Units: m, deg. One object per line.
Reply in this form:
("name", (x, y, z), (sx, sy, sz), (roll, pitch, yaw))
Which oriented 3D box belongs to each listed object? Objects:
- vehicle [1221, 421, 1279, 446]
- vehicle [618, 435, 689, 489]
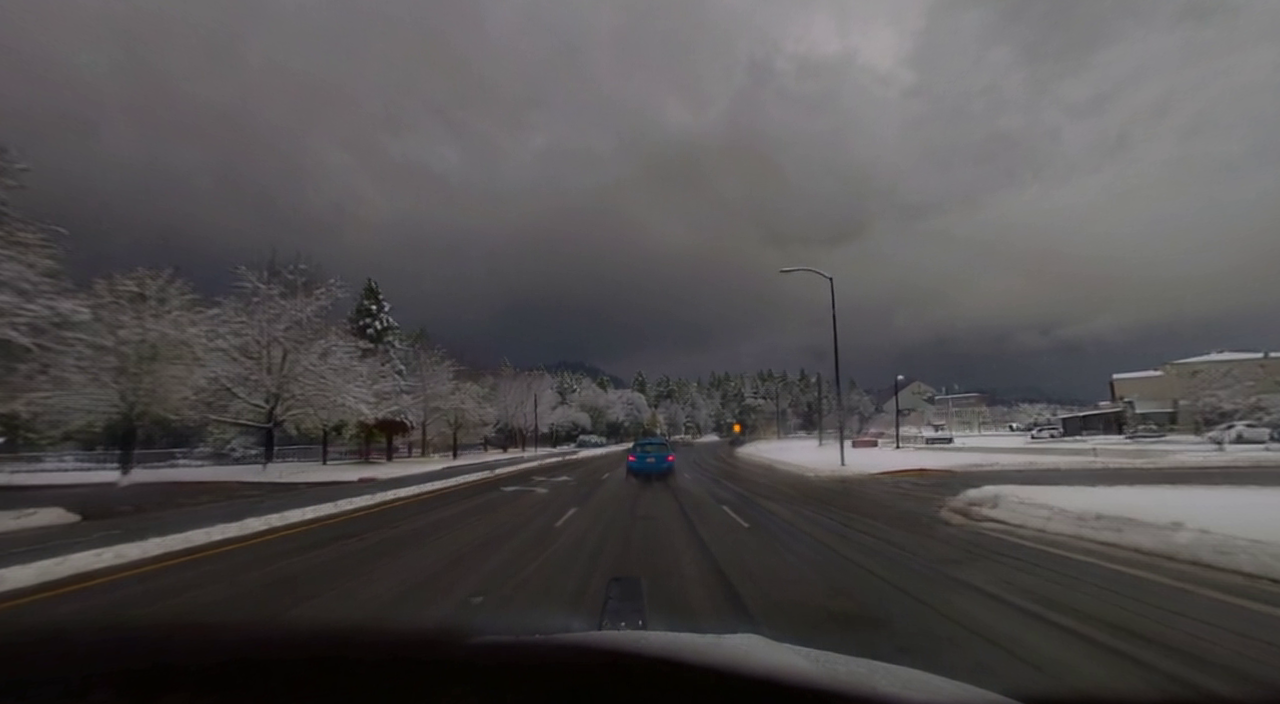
("vehicle", (43.073, 5.585, 43.335), (4.176, 1.648, 1.872), (-1, -8, 4))
("vehicle", (0.409, 3.401, 19.815), (2.010, 1.535, 3.735), (0, -8, 1))
